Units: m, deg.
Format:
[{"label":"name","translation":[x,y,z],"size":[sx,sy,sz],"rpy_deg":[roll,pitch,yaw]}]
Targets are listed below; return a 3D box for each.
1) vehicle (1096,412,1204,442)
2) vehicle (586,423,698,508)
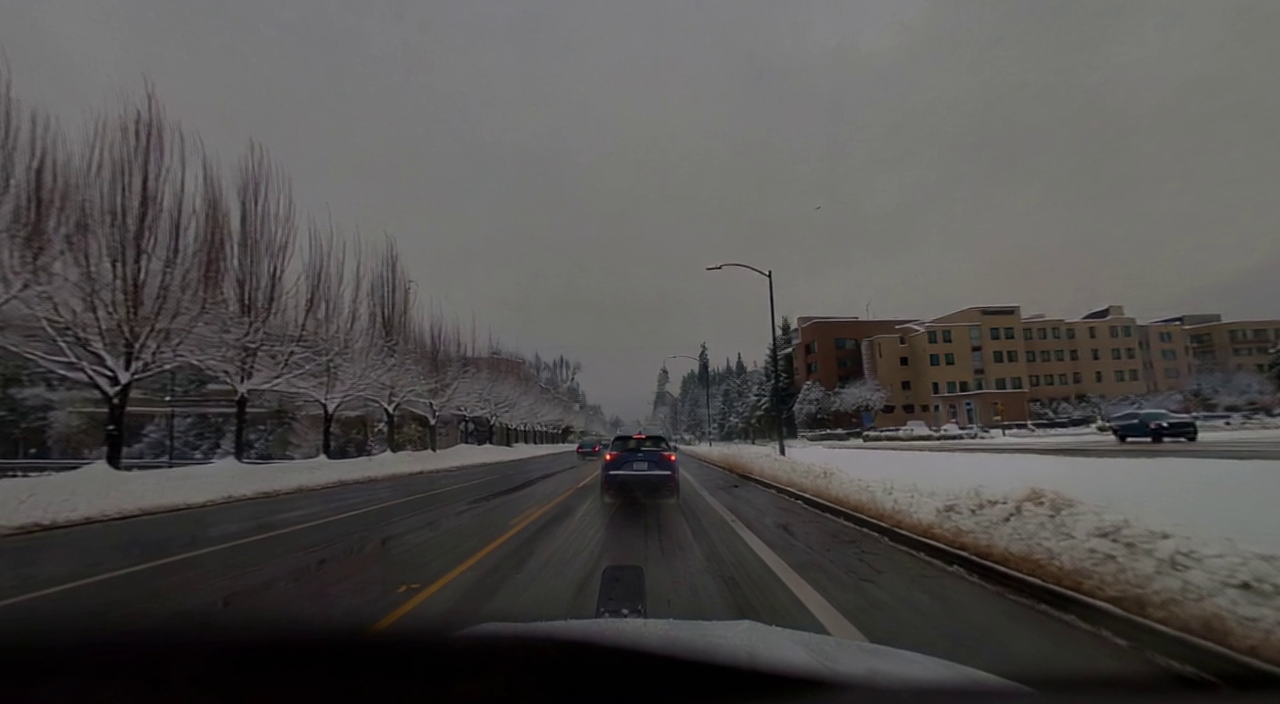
[{"label":"vehicle","translation":[31.900,4.761,39.680],"size":[4.903,1.767,2.105],"rpy_deg":[-5,-10,31]},{"label":"vehicle","translation":[0.054,2.532,14.536],"size":[2.199,1.652,4.101],"rpy_deg":[0,-8,1]}]
